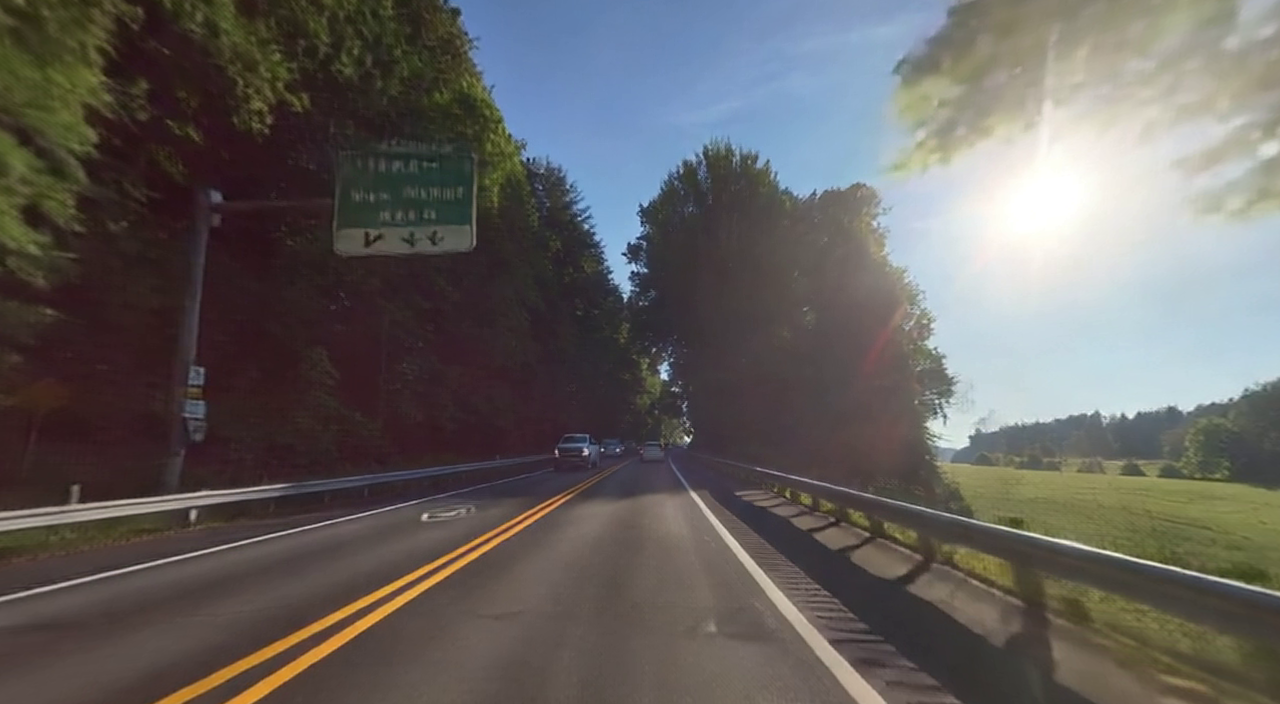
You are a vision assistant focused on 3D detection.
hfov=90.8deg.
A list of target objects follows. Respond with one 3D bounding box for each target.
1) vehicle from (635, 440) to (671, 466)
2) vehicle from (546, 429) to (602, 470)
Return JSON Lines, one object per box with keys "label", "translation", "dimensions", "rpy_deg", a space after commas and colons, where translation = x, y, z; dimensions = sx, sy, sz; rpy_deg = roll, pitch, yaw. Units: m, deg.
{"label": "vehicle", "translation": [0.815, 6.133, 38.474], "dimensions": [2.067, 1.486, 3.861], "rpy_deg": [0, -9, 2]}
{"label": "vehicle", "translation": [-3.730, 5.693, 37.003], "dimensions": [2.479, 2.208, 5.780], "rpy_deg": [0, -9, 2]}
